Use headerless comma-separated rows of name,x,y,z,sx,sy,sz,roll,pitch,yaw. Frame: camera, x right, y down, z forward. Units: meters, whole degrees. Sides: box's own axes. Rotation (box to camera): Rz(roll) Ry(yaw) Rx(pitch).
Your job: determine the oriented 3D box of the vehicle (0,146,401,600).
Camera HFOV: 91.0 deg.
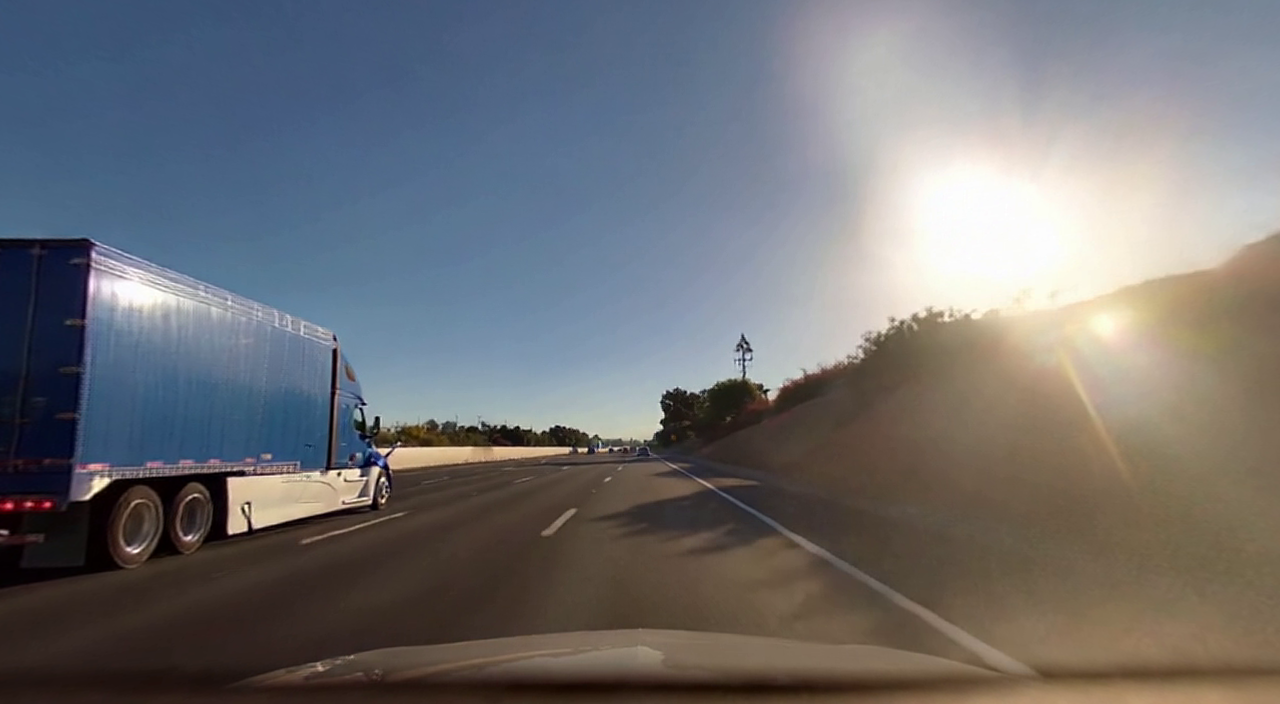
vehicle,-6.982,0.781,9.557,2.996,3.947,8.600,0,-9,2
